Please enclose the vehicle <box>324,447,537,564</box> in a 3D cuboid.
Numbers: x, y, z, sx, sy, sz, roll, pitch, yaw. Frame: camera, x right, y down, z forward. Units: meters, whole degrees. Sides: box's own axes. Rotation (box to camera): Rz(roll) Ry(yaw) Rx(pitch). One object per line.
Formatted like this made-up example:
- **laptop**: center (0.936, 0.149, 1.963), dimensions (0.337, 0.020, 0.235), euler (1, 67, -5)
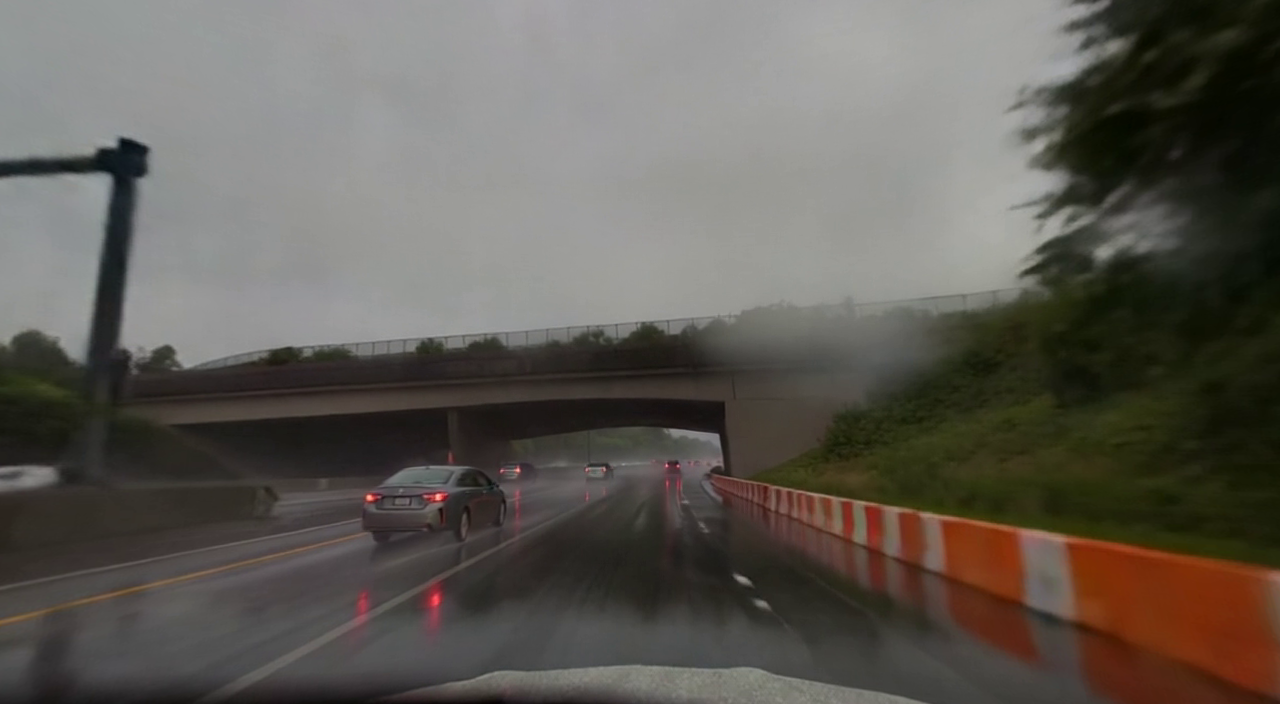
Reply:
- **vehicle**: center (-3.041, 2.331, 10.089), dimensions (1.992, 1.466, 3.690), euler (0, -10, 2)
